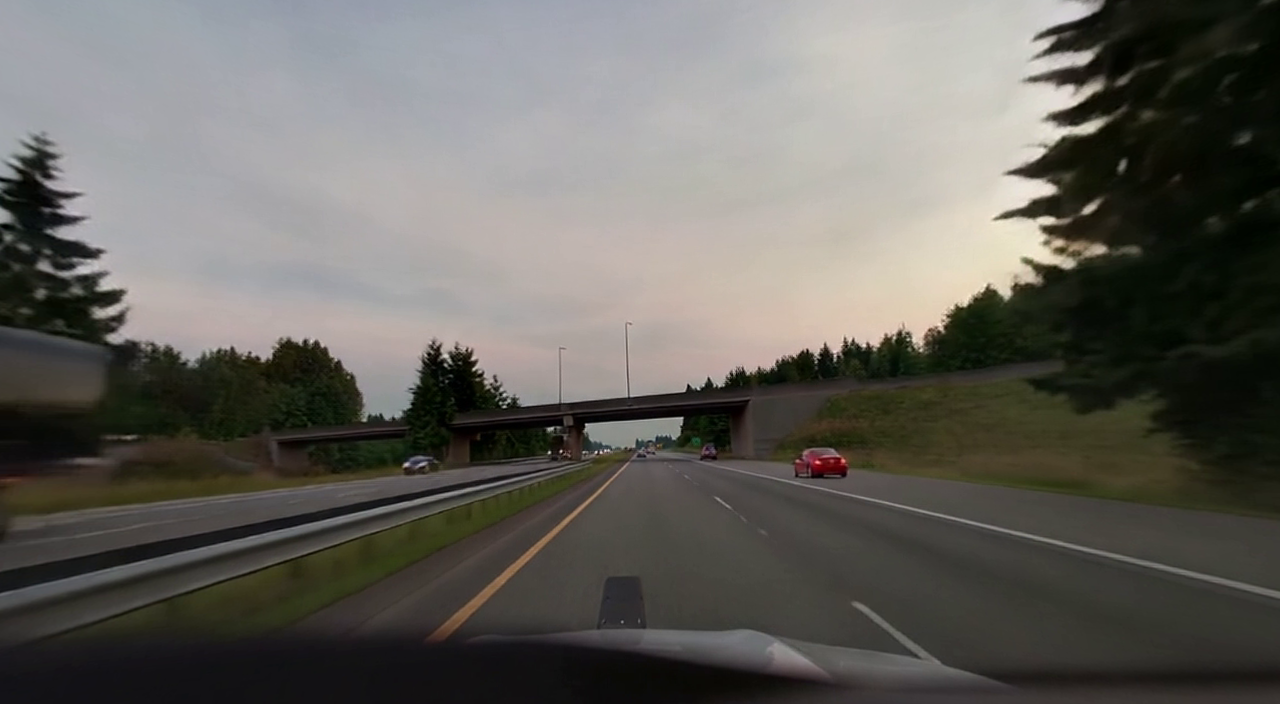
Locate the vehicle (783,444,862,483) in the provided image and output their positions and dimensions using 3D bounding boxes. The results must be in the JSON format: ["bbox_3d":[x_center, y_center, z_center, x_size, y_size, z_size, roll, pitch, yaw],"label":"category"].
[{"bbox_3d":[7.368,4.542,25.916,1.987,1.473,4.244,0,-9,0],"label":"vehicle"}]

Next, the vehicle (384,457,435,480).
[{"bbox_3d":[-16.013,8.084,43.989,2.048,1.446,3.900,0,-9,0],"label":"vehicle"}]
